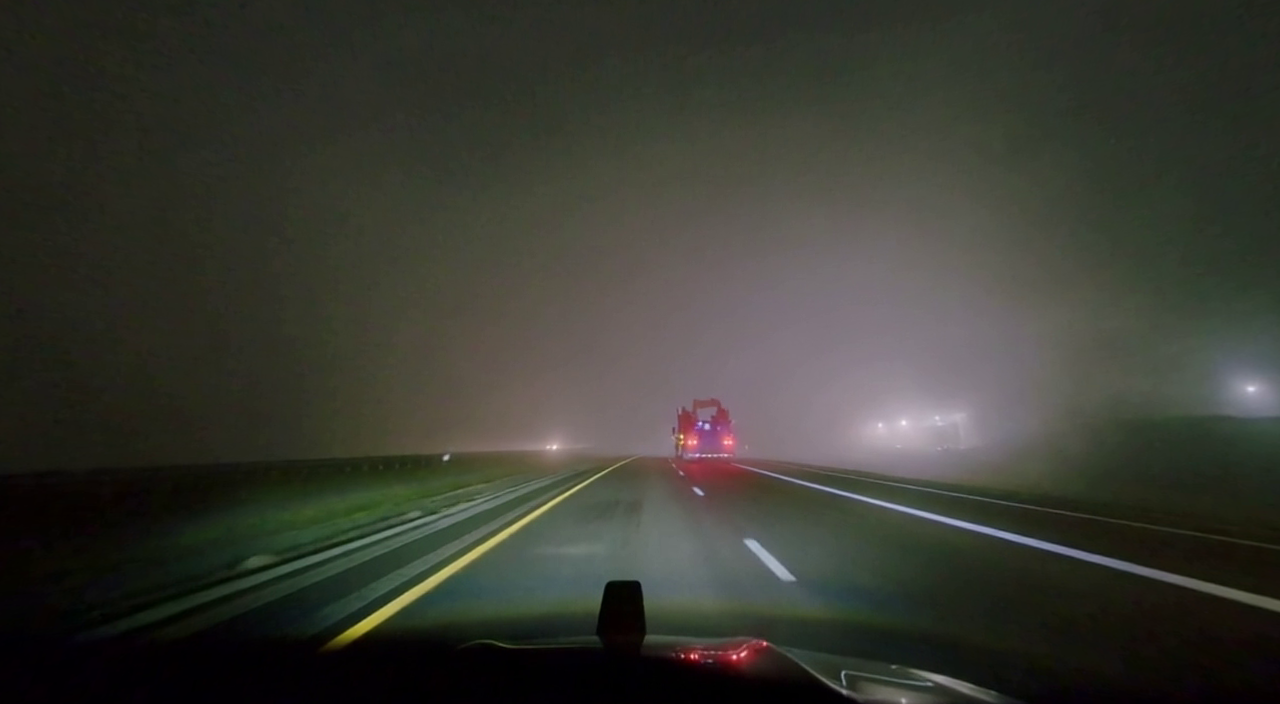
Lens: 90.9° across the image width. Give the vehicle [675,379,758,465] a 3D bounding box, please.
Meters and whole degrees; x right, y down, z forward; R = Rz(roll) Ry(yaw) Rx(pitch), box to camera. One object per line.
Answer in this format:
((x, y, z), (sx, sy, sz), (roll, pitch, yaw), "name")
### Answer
((3.746, 3.731, 32.721), (3.279, 3.956, 6.541), (0, -8, -1), "vehicle")
